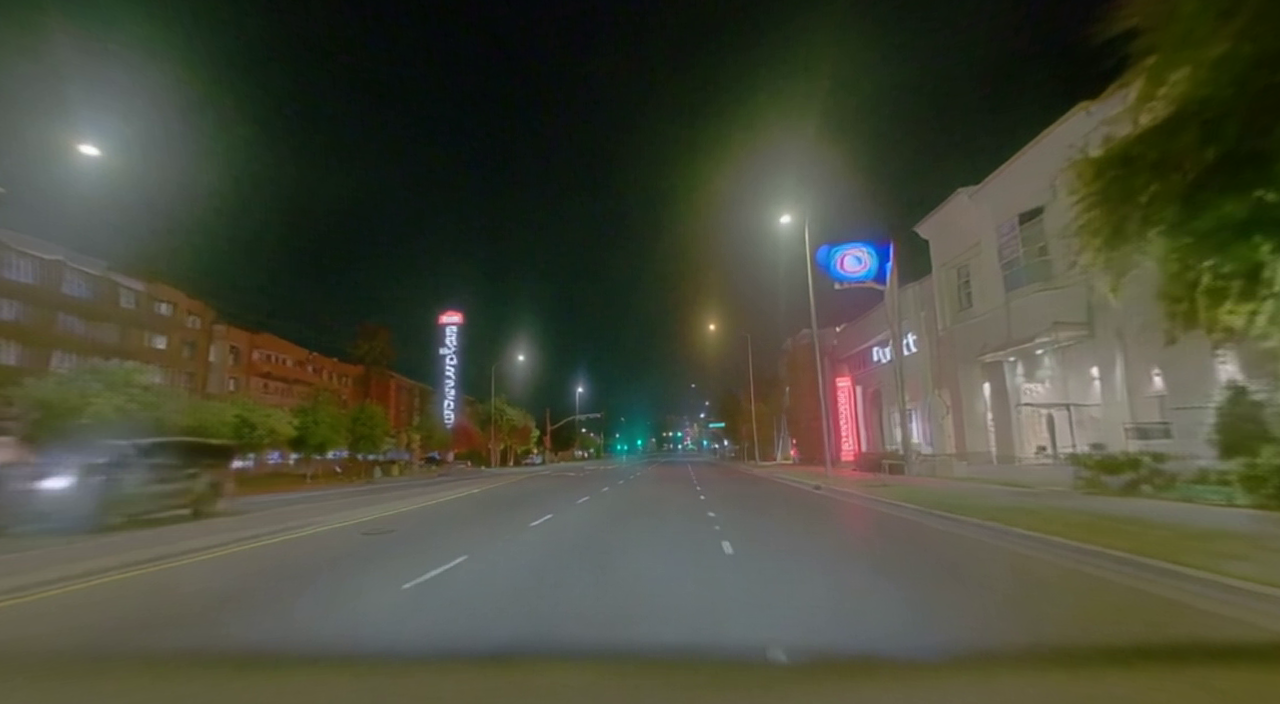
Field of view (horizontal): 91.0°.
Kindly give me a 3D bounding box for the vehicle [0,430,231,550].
[{"bbox_3d":[-10.267,2.416,11.739,2.209,1.773,4.481,0,-9,0],"label":"vehicle"}]
